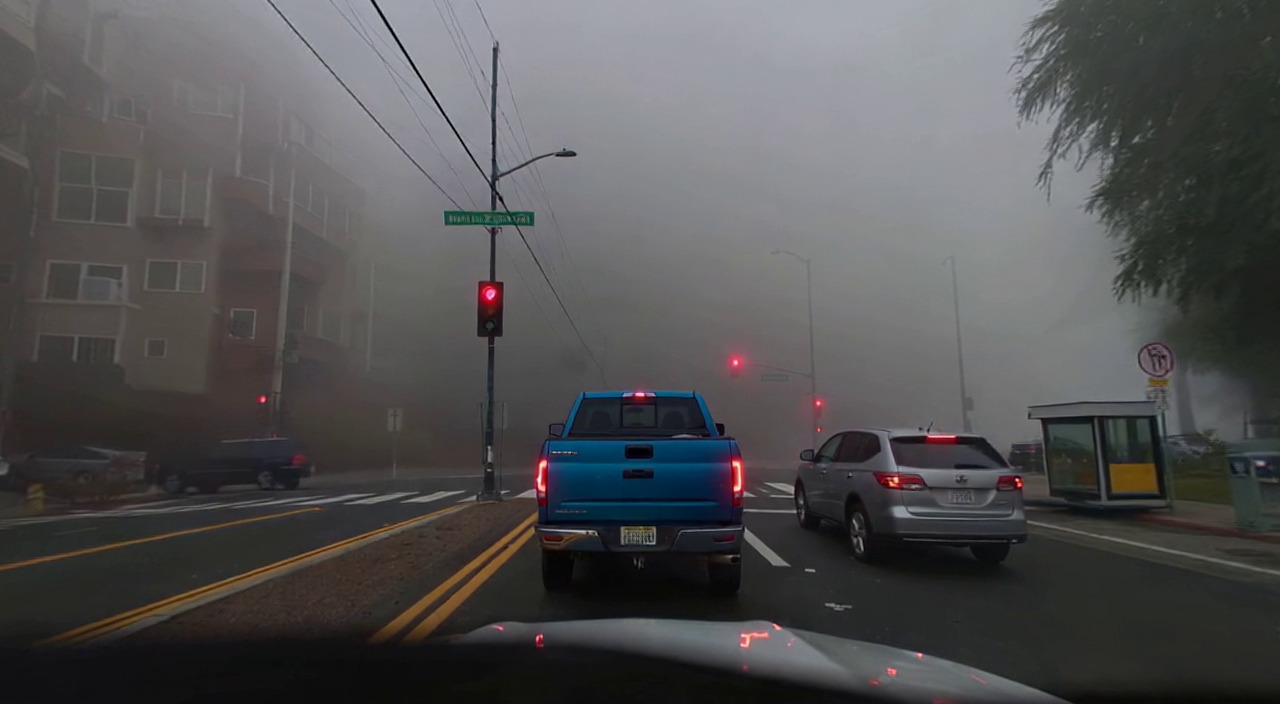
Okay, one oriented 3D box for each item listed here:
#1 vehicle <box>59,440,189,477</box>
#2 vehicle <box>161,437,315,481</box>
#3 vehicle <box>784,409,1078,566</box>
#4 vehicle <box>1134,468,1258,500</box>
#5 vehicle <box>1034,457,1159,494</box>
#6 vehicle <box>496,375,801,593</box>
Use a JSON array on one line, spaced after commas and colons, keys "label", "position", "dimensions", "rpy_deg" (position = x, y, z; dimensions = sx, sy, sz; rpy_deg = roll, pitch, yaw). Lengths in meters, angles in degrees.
[{"label": "vehicle", "position": [-24.839, 5.134, 30.449], "dimensions": [4.563, 1.692, 1.778], "rpy_deg": [0, -8, -2]}, {"label": "vehicle", "position": [-16.819, 4.499, 26.573], "dimensions": [5.043, 1.766, 1.980], "rpy_deg": [0, -9, -1]}, {"label": "vehicle", "position": [3.849, 1.885, 9.581], "dimensions": [2.131, 1.759, 4.762], "rpy_deg": [0, -8, -1]}, {"label": "vehicle", "position": [26.379, 6.279, 30.001], "dimensions": [4.071, 1.388, 1.884], "rpy_deg": [0, -8, 1]}, {"label": "vehicle", "position": [21.745, 5.892, 30.163], "dimensions": [4.498, 1.618, 1.843], "rpy_deg": [0, -8, 0]}, {"label": "vehicle", "position": [0.107, 1.558, 8.296], "dimensions": [2.738, 1.959, 5.070], "rpy_deg": [0, -8, 1]}]
